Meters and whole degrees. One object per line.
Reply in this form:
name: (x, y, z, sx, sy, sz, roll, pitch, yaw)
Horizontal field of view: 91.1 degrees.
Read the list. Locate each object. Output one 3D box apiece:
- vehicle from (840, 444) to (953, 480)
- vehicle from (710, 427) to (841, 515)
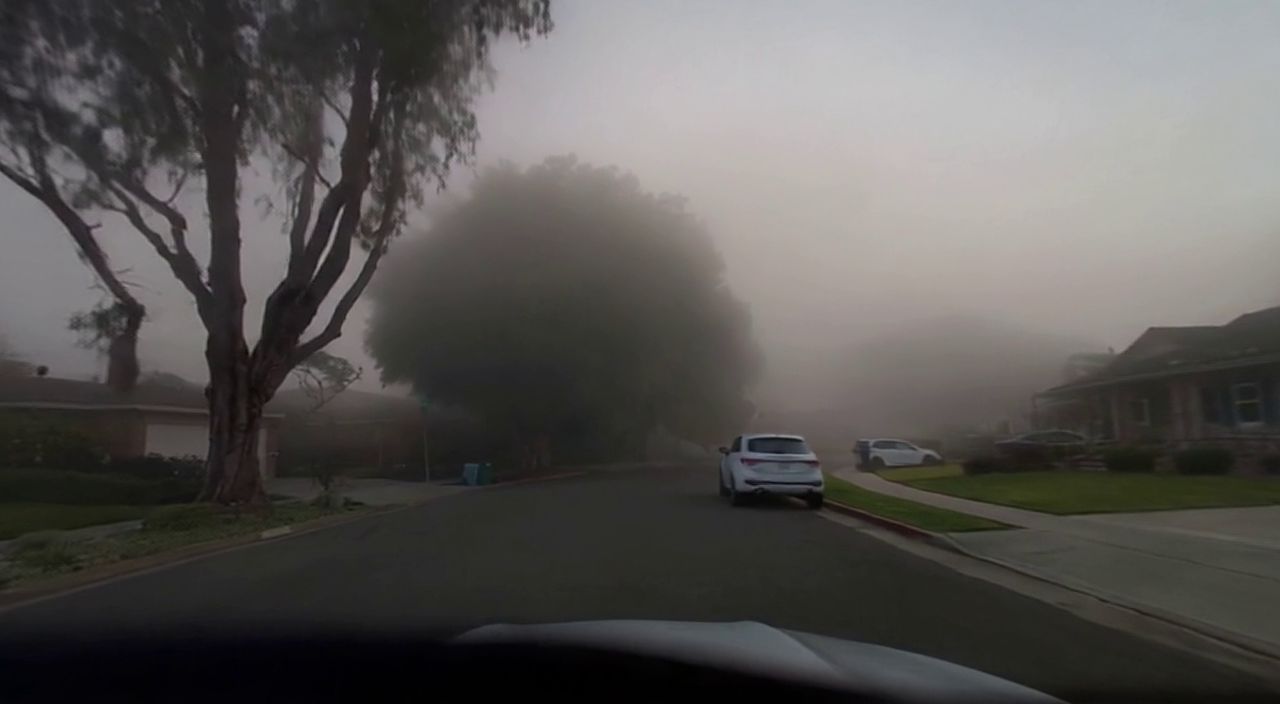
vehicle: (11.332, 4.885, 28.089, 4.457, 1.510, 1.762, -3, -9, 16)
vehicle: (3.021, 2.772, 15.161, 2.163, 1.760, 4.591, 0, -8, 0)
